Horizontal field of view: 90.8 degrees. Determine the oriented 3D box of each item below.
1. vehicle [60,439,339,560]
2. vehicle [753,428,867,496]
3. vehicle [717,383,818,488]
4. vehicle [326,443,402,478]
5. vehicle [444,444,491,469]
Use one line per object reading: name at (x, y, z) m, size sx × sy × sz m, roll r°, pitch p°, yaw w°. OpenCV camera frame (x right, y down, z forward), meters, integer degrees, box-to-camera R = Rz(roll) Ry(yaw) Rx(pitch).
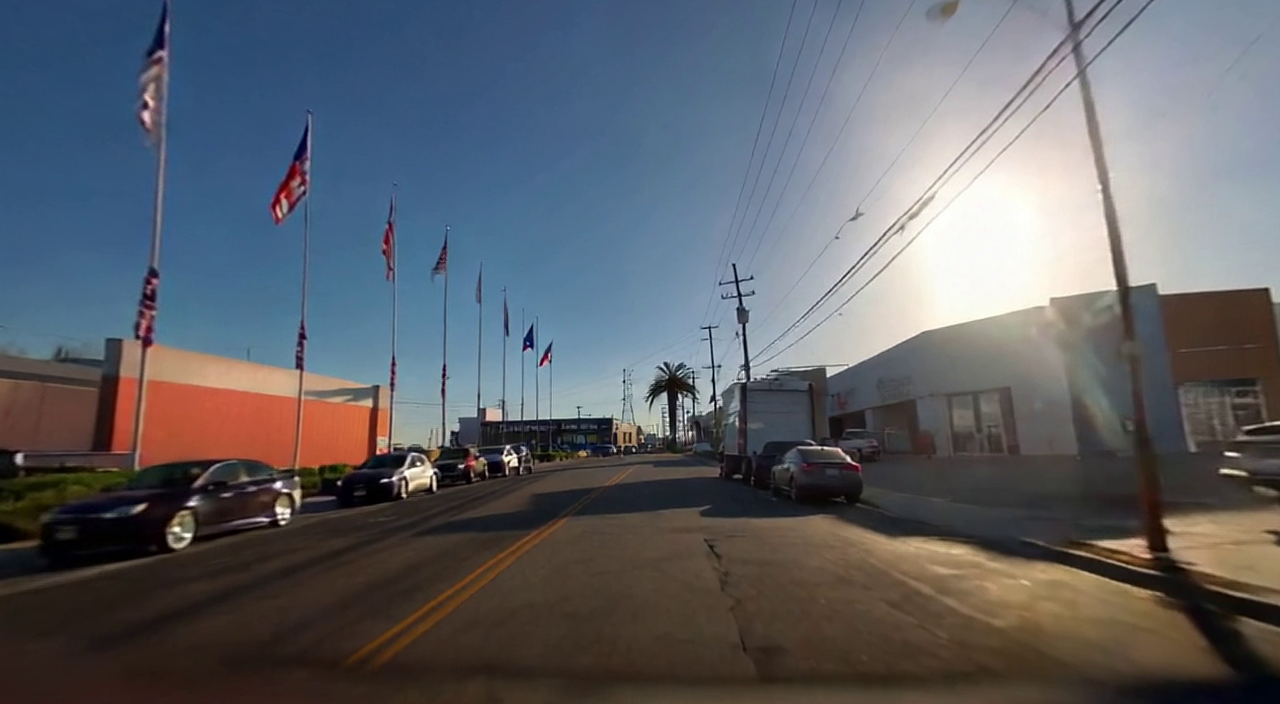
vehicle at (-7.386, 2.431, 11.271) m, size 1.936 × 1.632 × 4.145 m, roll -3°, pitch -8°, yaw 2°
vehicle at (4.924, 3.278, 19.190) m, size 2.141 × 1.739 × 5.130 m, roll 0°, pitch -9°, yaw 1°
vehicle at (5.111, 3.696, 27.418) m, size 2.933 × 3.697 × 10.065 m, roll -1°, pitch -9°, yaw 4°
vehicle at (-16.036, 6.310, 37.022) m, size 2.156 × 1.864 × 4.908 m, roll -1°, pitch -9°, yaw 1°
vehicle at (-13.440, 8.133, 49.593) m, size 2.104 × 1.817 × 5.693 m, roll 0°, pitch -9°, yaw 0°
